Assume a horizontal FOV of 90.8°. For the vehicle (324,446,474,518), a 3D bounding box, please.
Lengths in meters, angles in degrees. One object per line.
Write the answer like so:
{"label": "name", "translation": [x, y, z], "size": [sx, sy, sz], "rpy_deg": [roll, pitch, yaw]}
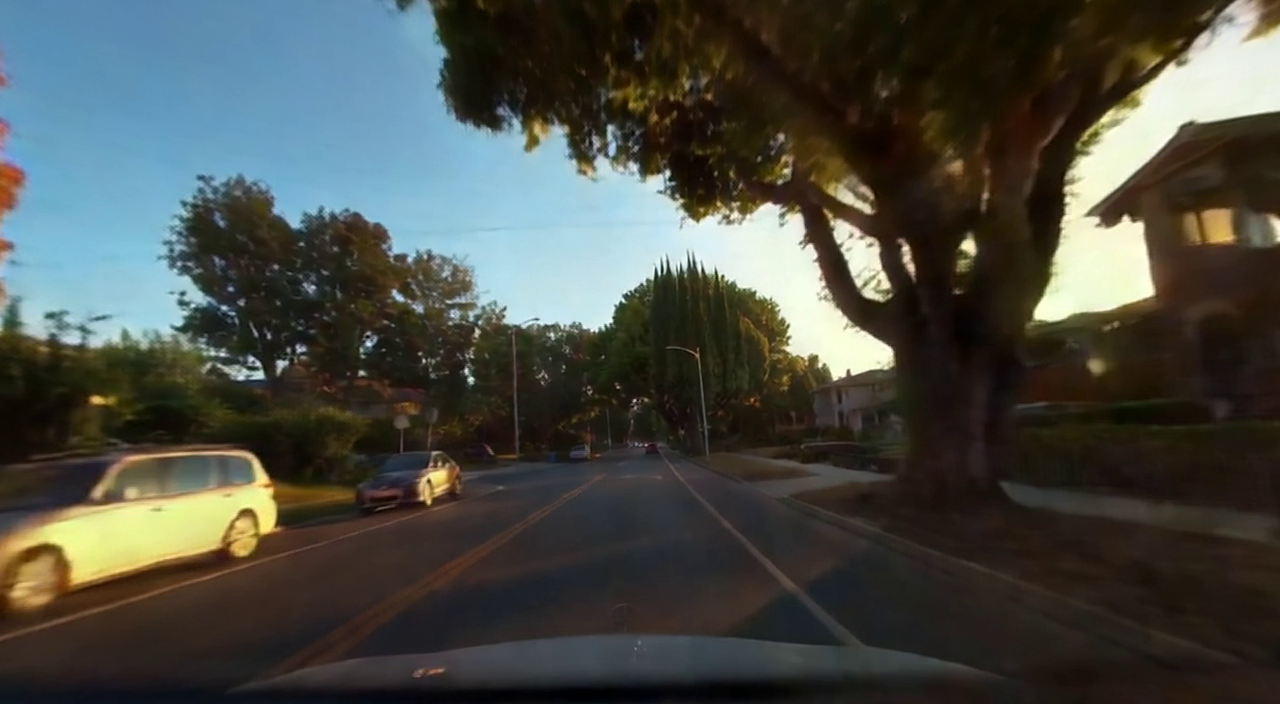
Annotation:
{"label": "vehicle", "translation": [-6.702, 3.638, 18.431], "size": [1.984, 1.732, 5.628], "rpy_deg": [-1, -9, 2]}

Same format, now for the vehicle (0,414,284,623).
{"label": "vehicle", "translation": [-6.890, 1.903, 7.628], "size": [2.012, 1.902, 5.437], "rpy_deg": [-4, -10, 1]}
